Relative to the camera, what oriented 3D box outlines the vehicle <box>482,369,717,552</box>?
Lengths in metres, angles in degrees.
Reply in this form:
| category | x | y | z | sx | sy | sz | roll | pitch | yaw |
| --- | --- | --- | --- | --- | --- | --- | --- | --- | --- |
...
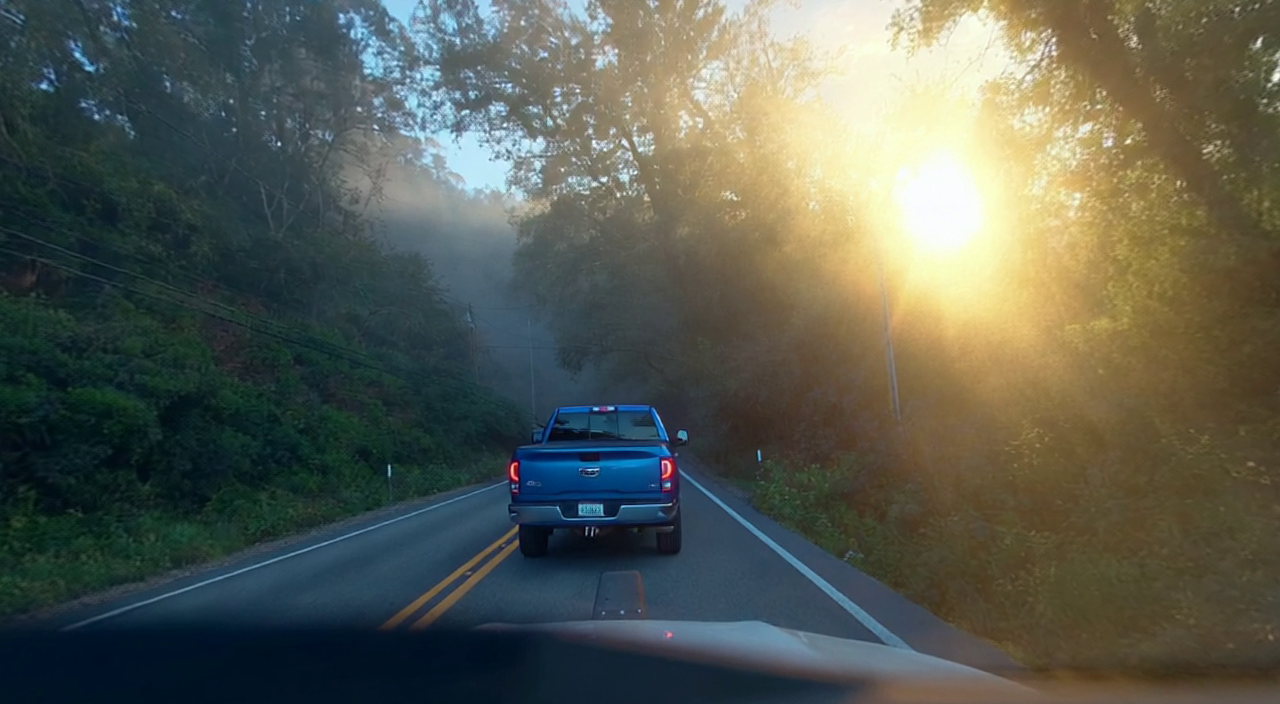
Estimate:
| category | x | y | z | sx | sy | sz | roll | pitch | yaw |
| --- | --- | --- | --- | --- | --- | --- | --- | --- | --- |
| vehicle | -0.529 | 1.748 | 10.715 | 2.837 | 2.223 | 5.885 | 0 | -8 | -1 |
